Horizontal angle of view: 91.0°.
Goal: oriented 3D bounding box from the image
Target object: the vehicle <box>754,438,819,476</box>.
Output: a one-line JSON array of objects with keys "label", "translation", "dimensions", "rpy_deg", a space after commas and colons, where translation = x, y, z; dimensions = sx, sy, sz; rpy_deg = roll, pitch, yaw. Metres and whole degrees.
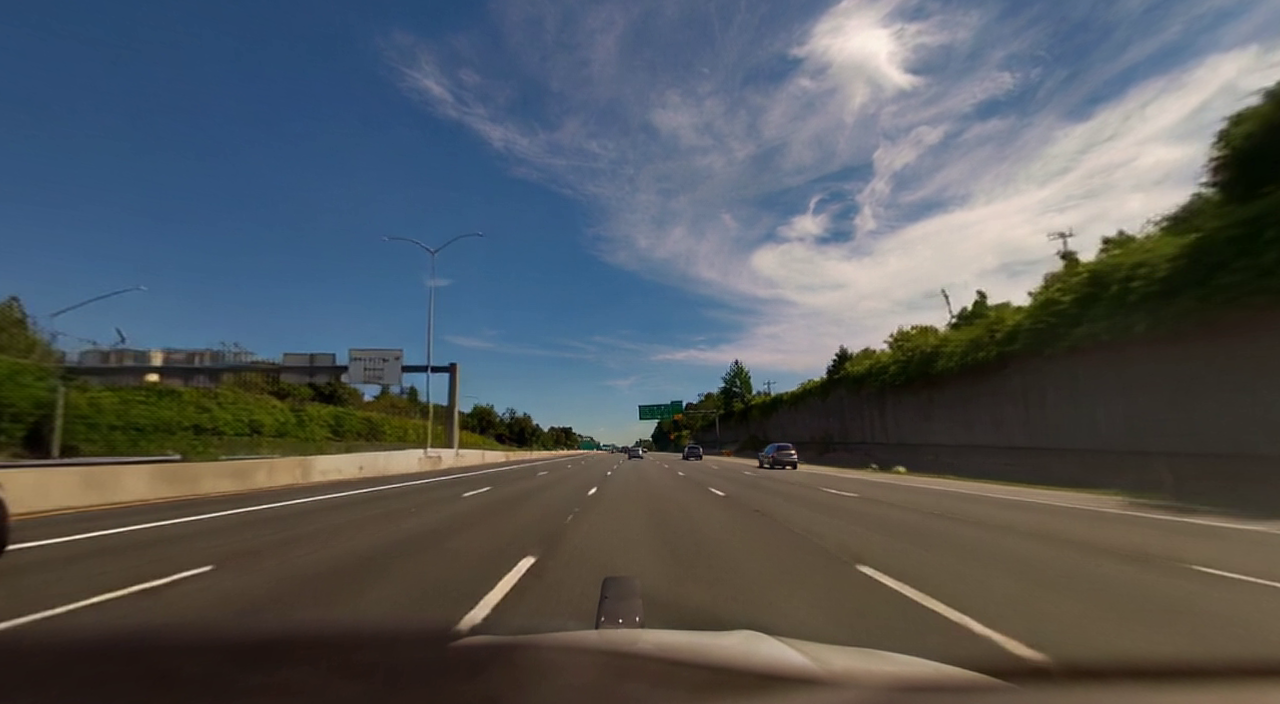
[{"label": "vehicle", "translation": [7.275, 5.268, 31.763], "dimensions": [2.167, 1.781, 4.340], "rpy_deg": [0, -9, -1]}]
